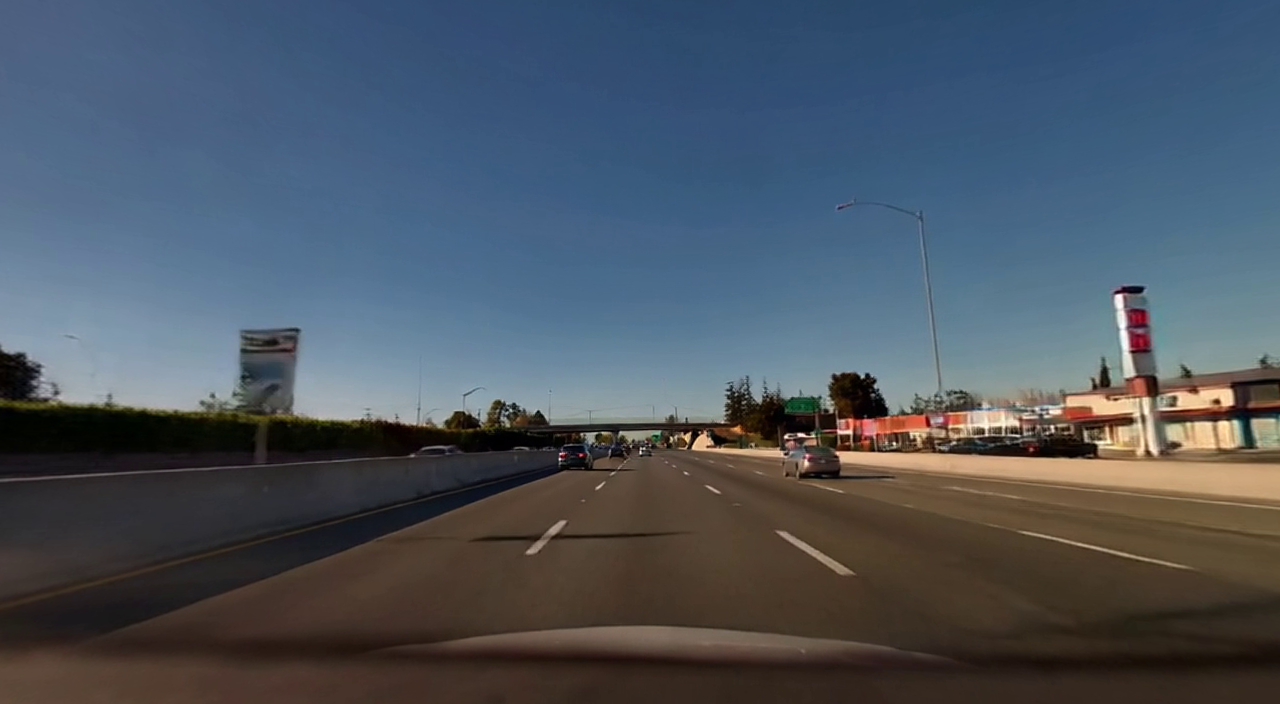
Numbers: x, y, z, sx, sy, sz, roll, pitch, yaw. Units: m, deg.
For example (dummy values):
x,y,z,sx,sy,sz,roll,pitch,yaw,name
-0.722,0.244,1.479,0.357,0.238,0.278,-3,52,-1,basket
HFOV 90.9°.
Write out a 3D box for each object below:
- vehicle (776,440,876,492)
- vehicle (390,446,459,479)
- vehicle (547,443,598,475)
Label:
x,y,z,sx,sy,sz,roll,pitch,yaw,name
5.928,3.687,20.779,1.909,1.467,4.940,-1,-9,2,vehicle
-10.935,5.623,32.365,2.135,1.526,3.840,-1,-9,1,vehicle
-3.384,5.493,32.583,2.114,1.510,4.186,-1,-9,1,vehicle
